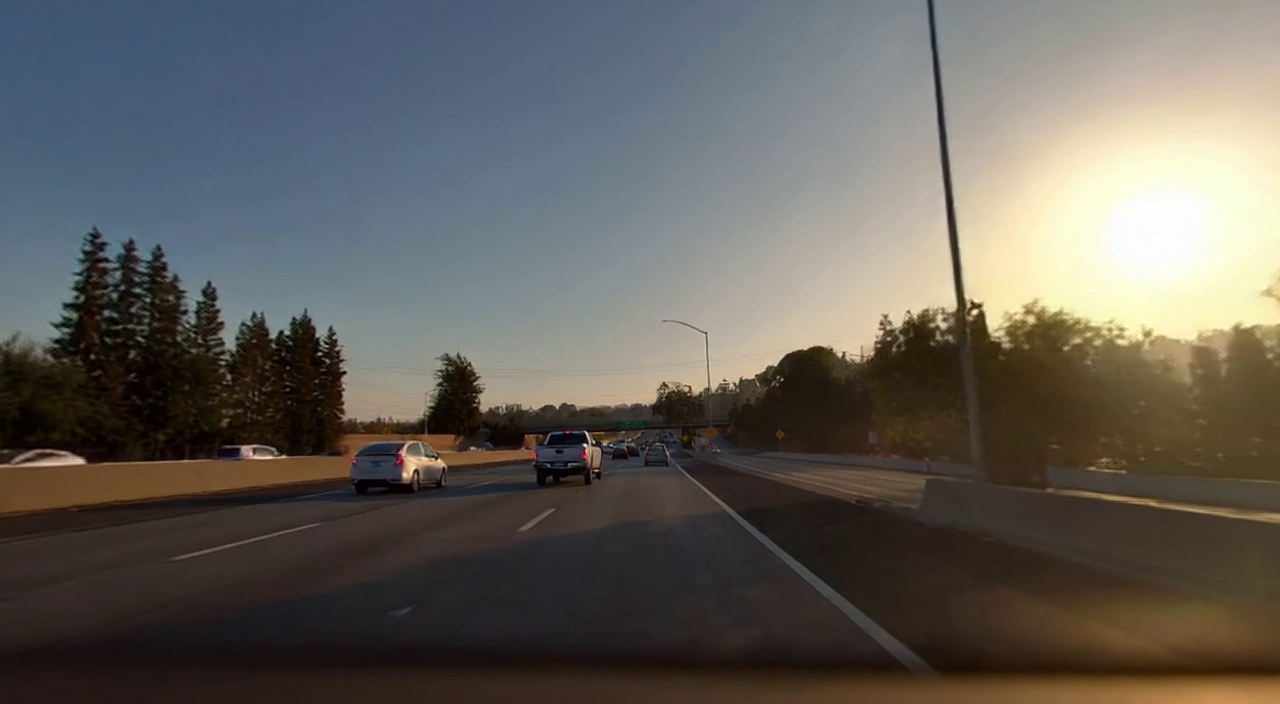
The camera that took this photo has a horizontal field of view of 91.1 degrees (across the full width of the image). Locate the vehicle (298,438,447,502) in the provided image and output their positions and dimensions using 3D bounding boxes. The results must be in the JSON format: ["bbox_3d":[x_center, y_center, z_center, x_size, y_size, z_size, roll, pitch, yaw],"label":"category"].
[{"bbox_3d":[-6.974,3.090,16.993,1.964,1.481,4.425,0,-8,2],"label":"vehicle"}]

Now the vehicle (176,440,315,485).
[{"bbox_3d":[-14.278,4.006,23.150,1.938,1.475,4.760,0,-8,2],"label":"vehicle"}]

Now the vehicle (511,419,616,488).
[{"bbox_3d":[-2.481,3.610,22.626,2.815,2.092,6.526,0,-8,1],"label":"vehicle"}]

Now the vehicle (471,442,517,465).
[{"bbox_3d":[-9.847,6.862,42.745,1.915,1.472,4.502,0,-8,2],"label":"vehicle"}]

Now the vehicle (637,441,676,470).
[{"bbox_3d":[0.861,5.582,34.148,2.013,1.444,4.447,0,-8,1],"label":"vehicle"}]

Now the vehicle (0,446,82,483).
[{"bbox_3d":[-28.152,4.978,27.930,1.805,1.574,5.082,0,-8,2],"label":"vehicle"}]
